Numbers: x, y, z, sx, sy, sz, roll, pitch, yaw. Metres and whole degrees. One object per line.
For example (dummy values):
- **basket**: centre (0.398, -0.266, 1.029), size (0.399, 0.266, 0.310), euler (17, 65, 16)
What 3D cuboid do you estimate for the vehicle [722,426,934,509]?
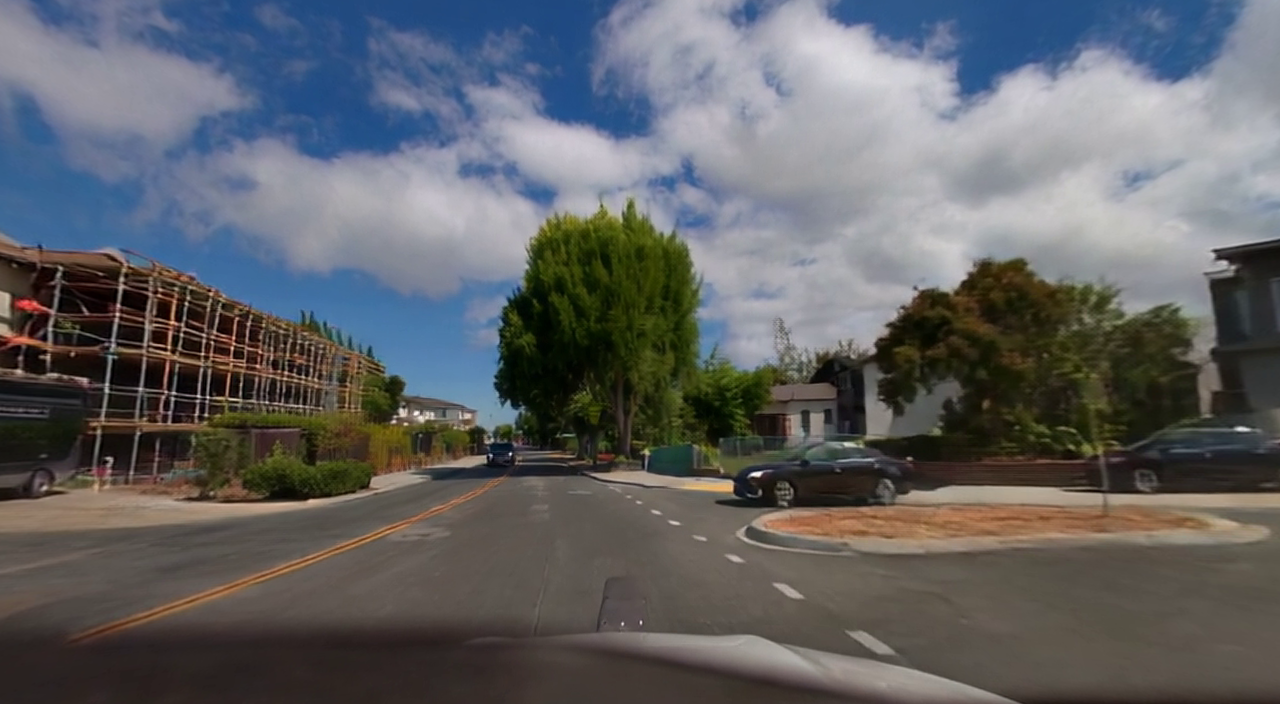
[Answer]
- **vehicle**: centre (3.796, 2.413, 13.267), size (3.772, 1.531, 1.949), euler (-1, -9, -2)

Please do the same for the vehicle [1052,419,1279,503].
- **vehicle**: centre (11.440, 2.225, 12.949), size (4.378, 1.543, 2.080), euler (-2, -9, 8)

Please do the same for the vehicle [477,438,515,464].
- **vehicle**: centre (-9.584, 6.659, 42.303), size (2.036, 1.657, 4.391), euler (0, -9, -7)
